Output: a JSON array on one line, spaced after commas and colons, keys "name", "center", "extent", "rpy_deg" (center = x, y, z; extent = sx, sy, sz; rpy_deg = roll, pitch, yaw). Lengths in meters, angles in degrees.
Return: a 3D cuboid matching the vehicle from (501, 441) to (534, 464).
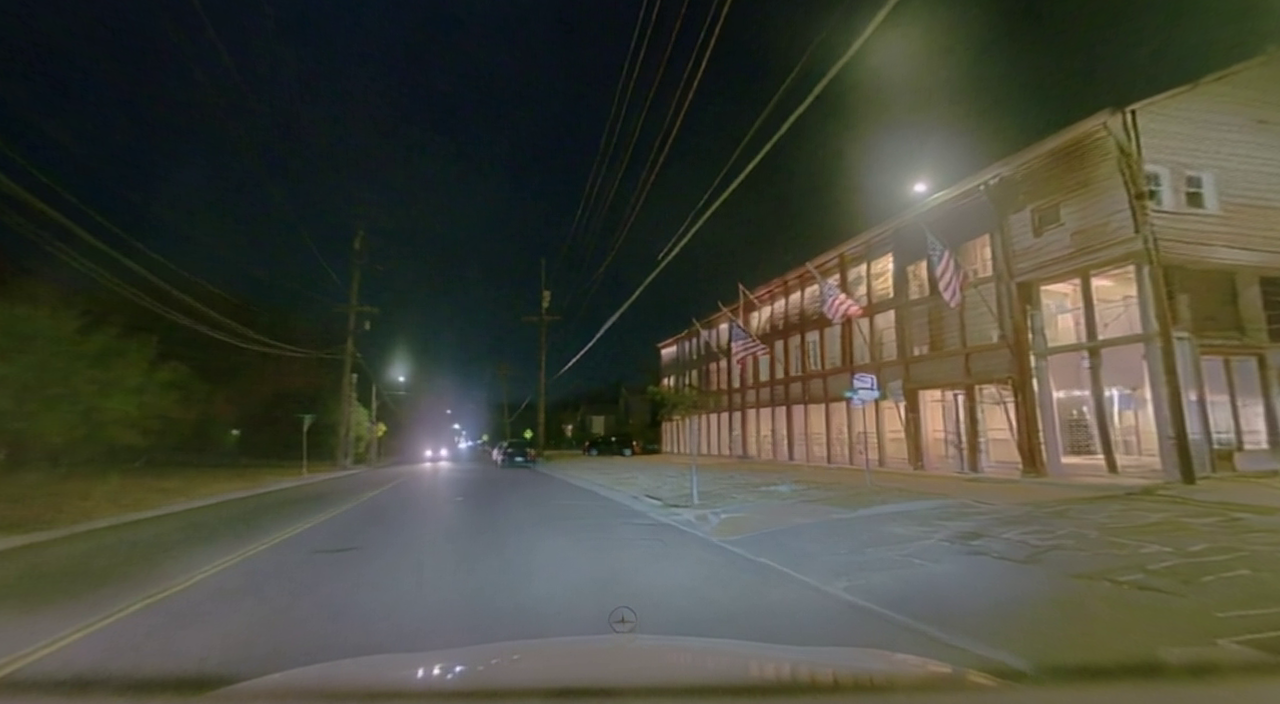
[{"name": "vehicle", "center": [-8.409, 6.835, 43.146], "extent": [1.941, 1.460, 4.206], "rpy_deg": [2, -9, -14]}]
